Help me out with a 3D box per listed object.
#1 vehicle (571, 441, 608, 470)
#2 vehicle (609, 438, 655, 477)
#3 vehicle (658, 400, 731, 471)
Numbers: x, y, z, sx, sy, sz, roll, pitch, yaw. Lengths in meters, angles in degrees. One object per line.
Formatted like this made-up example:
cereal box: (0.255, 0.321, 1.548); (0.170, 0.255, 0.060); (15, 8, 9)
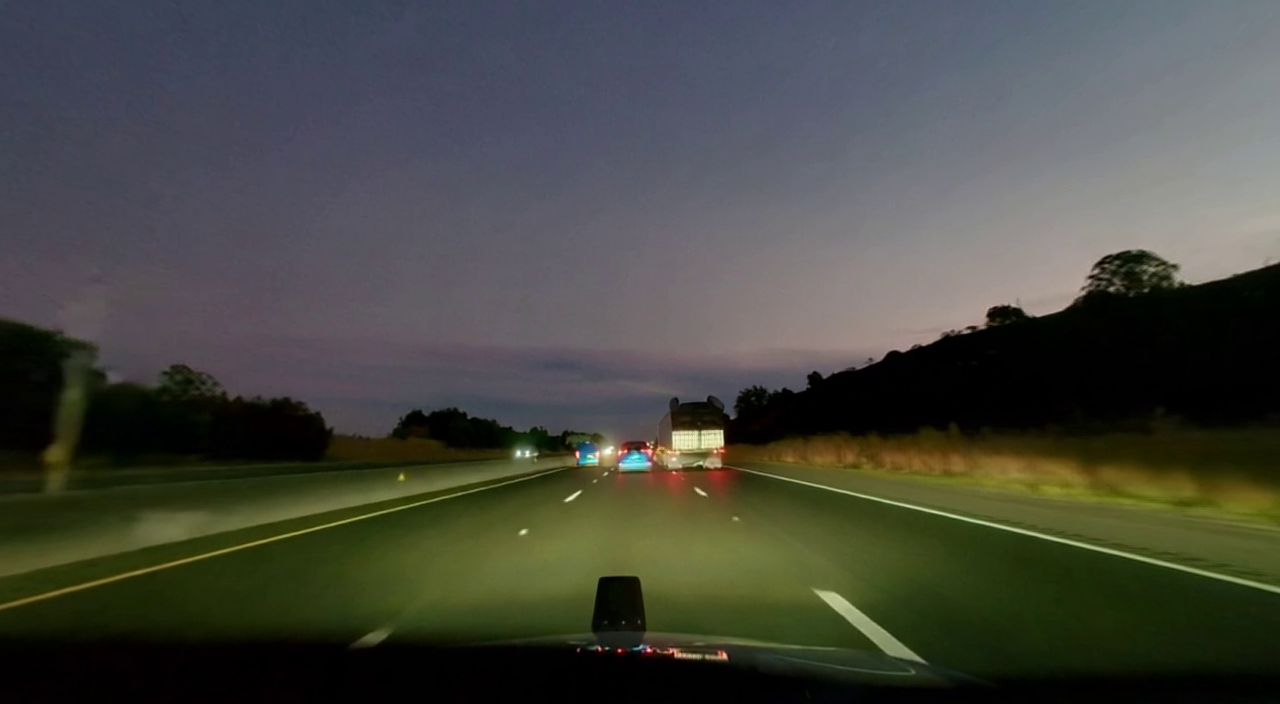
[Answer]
vehicle: (-3.544, 7.428, 45.391); (2.167, 1.991, 5.062); (-1, -9, 1)
vehicle: (-0.379, 5.352, 32.135); (2.209, 1.825, 4.036); (0, -9, 0)
vehicle: (3.345, 6.109, 44.597); (3.468, 4.030, 16.902); (0, -9, -1)
